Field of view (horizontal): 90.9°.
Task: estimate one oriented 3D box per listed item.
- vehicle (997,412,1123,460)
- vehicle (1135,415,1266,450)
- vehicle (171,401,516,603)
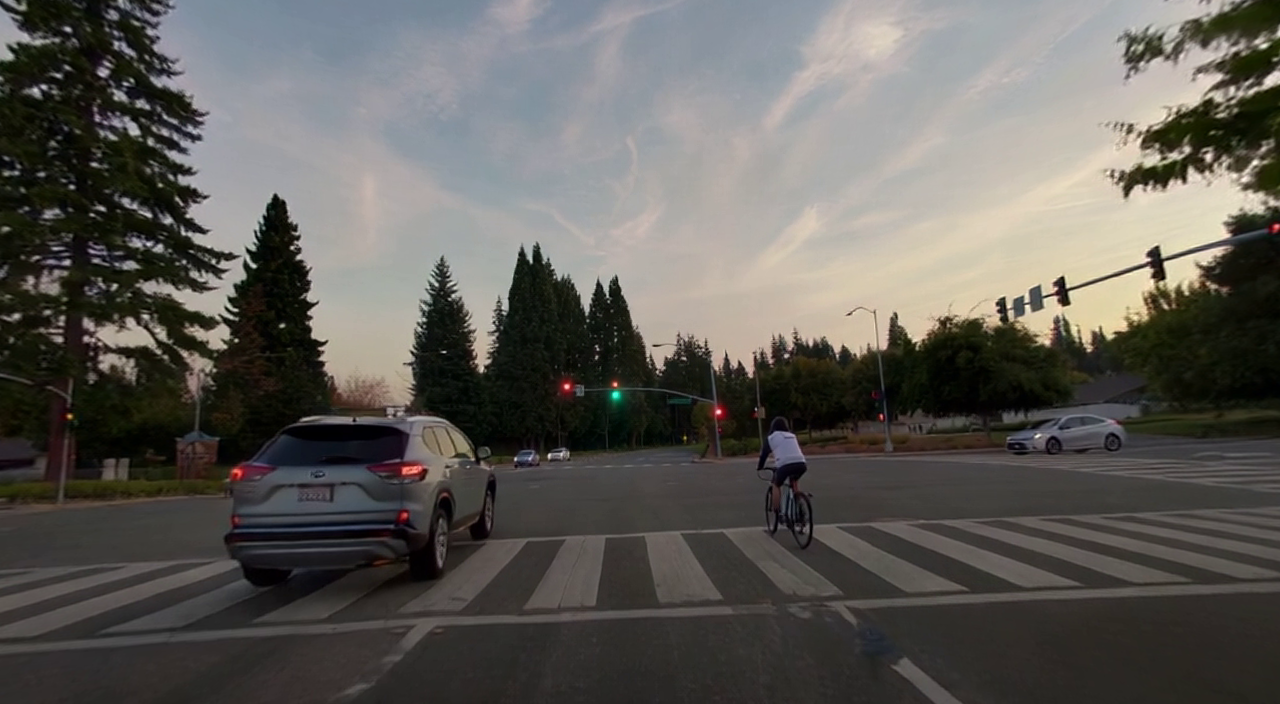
[{"bbox_3d":[18.582,3.729,27.996,4.237,1.948,1.997,0,-9,-9],"label":"vehicle"},{"bbox_3d":[25.745,3.748,29.024,4.716,1.507,1.904,2,-9,-11],"label":"vehicle"},{"bbox_3d":[-3.059,1.658,7.904,2.049,1.756,4.602,0,-8,0],"label":"vehicle"}]
